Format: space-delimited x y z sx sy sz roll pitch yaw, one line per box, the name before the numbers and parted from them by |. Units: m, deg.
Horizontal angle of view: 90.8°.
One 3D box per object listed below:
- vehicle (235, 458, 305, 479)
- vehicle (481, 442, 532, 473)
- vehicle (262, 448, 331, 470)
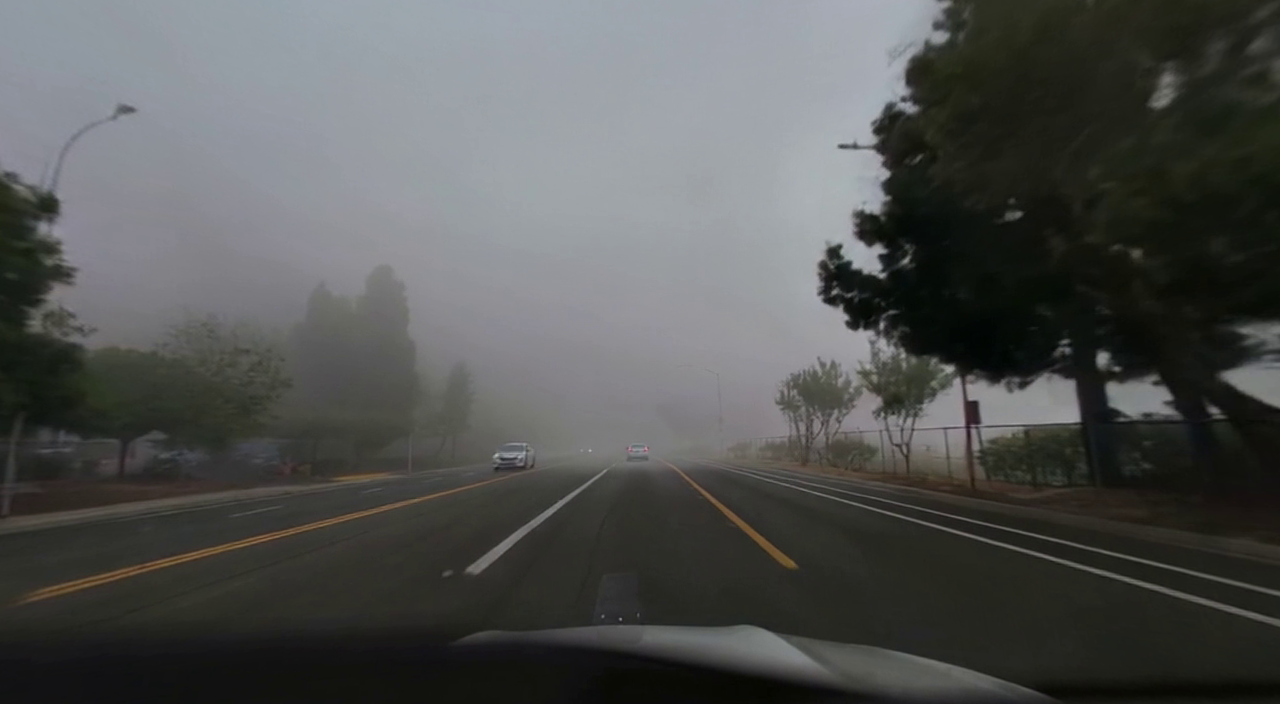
vehicle | -26.900 8.478 45.943 3.977 1.453 1.768 0 -9 3
vehicle | -7.704 6.146 36.940 1.979 1.684 4.289 -1 -8 1
vehicle | -26.470 8.238 48.757 4.140 1.635 2.059 0 -8 -1
